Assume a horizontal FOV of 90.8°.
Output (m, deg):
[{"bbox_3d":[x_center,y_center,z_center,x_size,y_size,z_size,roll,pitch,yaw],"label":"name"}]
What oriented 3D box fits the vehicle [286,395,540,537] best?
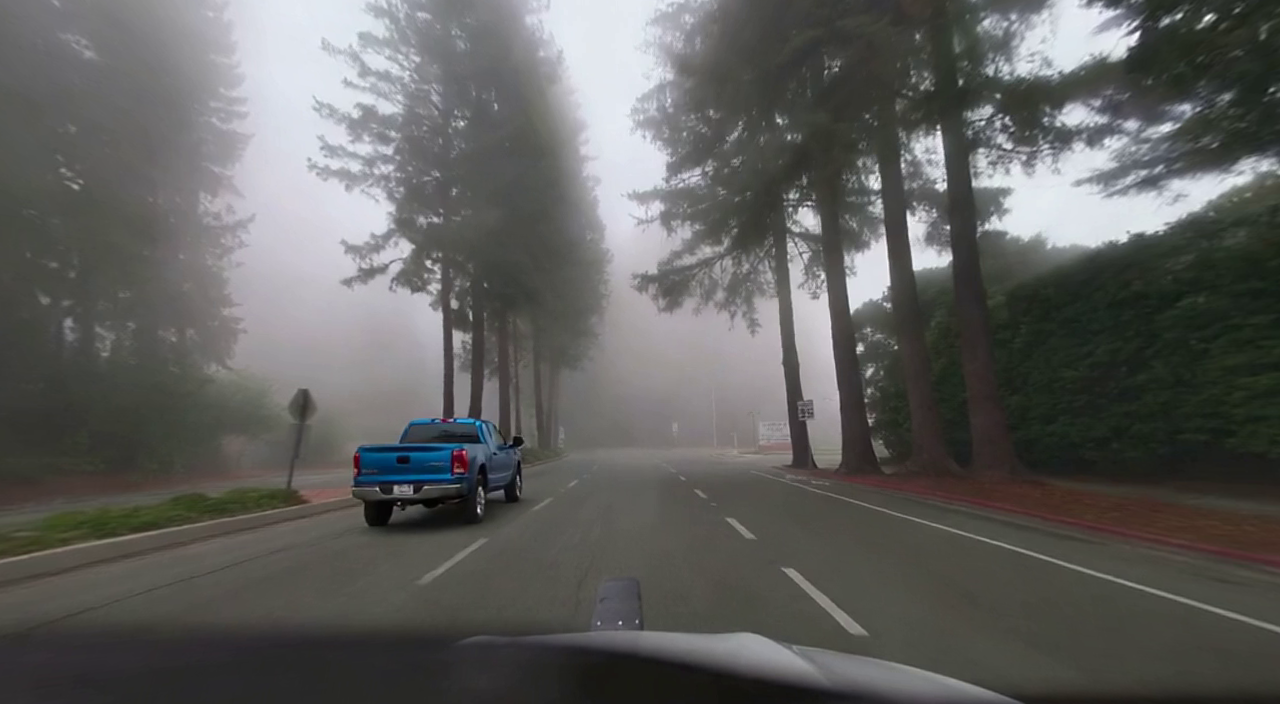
[{"bbox_3d":[-3.502,1.970,11.572,2.267,1.849,6.402,0,-8,0],"label":"vehicle"}]
